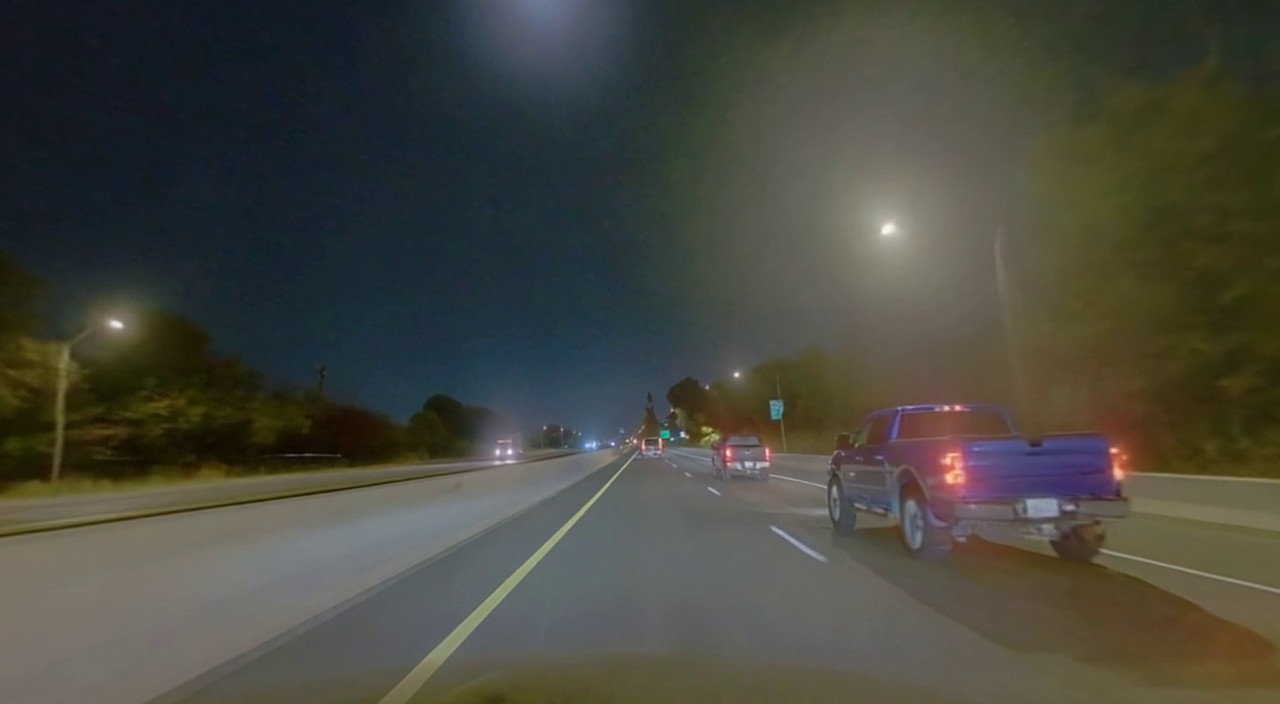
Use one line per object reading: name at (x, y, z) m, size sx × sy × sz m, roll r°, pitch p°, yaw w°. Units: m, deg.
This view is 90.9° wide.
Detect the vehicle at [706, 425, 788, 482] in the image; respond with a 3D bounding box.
vehicle at (4.390, 4.318, 27.024) m, size 2.594 × 2.155 × 5.670 m, roll -1°, pitch -8°, yaw 1°

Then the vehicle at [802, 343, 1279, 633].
vehicle at (3.600, 1.337, 7.126) m, size 2.145 × 2.069 × 5.057 m, roll 0°, pitch -8°, yaw 0°

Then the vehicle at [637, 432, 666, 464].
vehicle at (0.827, 7.382, 48.633) m, size 2.099 × 2.260 × 4.899 m, roll 0°, pitch -8°, yaw 0°
